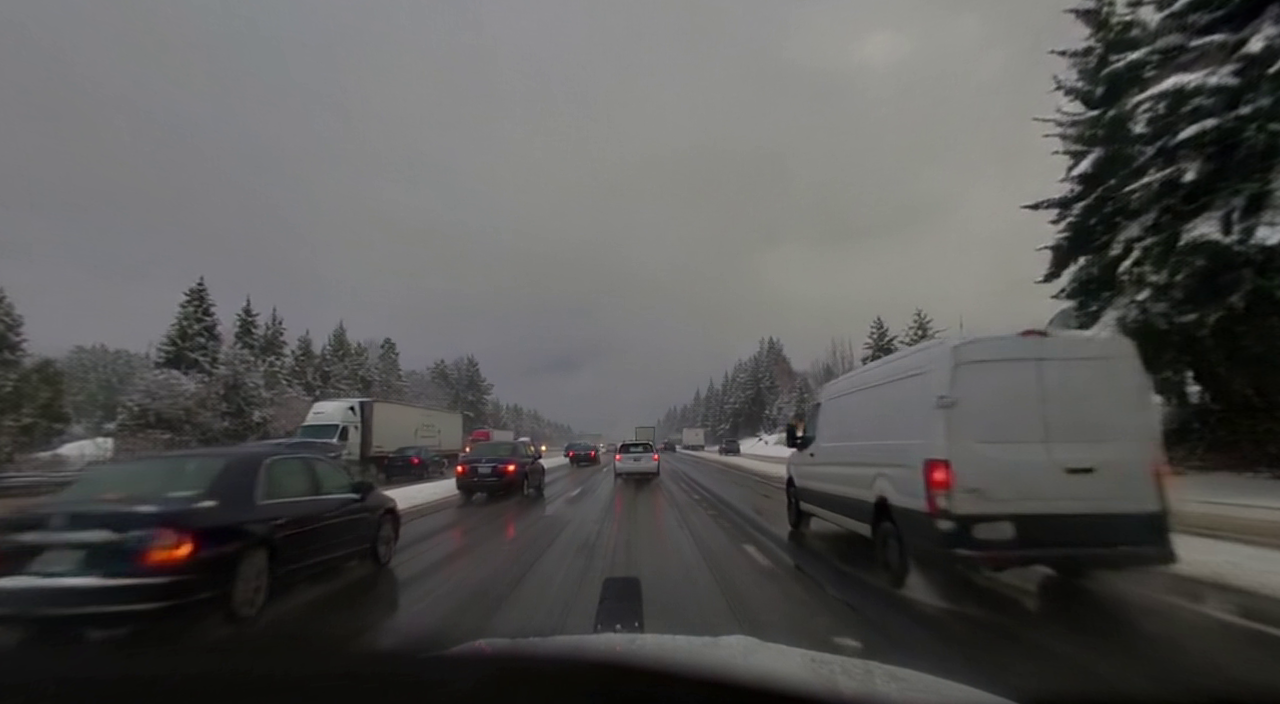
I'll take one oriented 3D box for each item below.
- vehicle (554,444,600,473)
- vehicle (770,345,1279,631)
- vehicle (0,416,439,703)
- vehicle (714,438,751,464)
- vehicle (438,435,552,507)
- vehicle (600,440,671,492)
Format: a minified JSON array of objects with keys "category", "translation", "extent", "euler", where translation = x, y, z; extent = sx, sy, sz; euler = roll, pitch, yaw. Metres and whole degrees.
[{"category":"vehicle","translation":[-3.339,5.770,34.206],"extent":[2.062,1.459,4.365],"euler":[0,-9,0]},{"category":"vehicle","translation":[3.402,1.403,7.460],"extent":[2.460,2.086,5.576],"euler":[0,-9,-1]},{"category":"vehicle","translation":[-3.579,1.415,5.510],"extent":[2.098,1.463,4.578],"euler":[0,-9,0]},{"category":"vehicle","translation":[6.690,7.237,46.048],"extent":[1.992,1.745,4.329],"euler":[0,-9,-1]},{"category":"vehicle","translation":[-3.586,3.017,16.408],"extent":[1.956,1.602,4.258],"euler":[0,-9,0]},{"category":"vehicle","translation":[-0.152,3.595,20.119],"extent":[2.053,1.461,3.941],"euler":[0,-9,-1]}]
